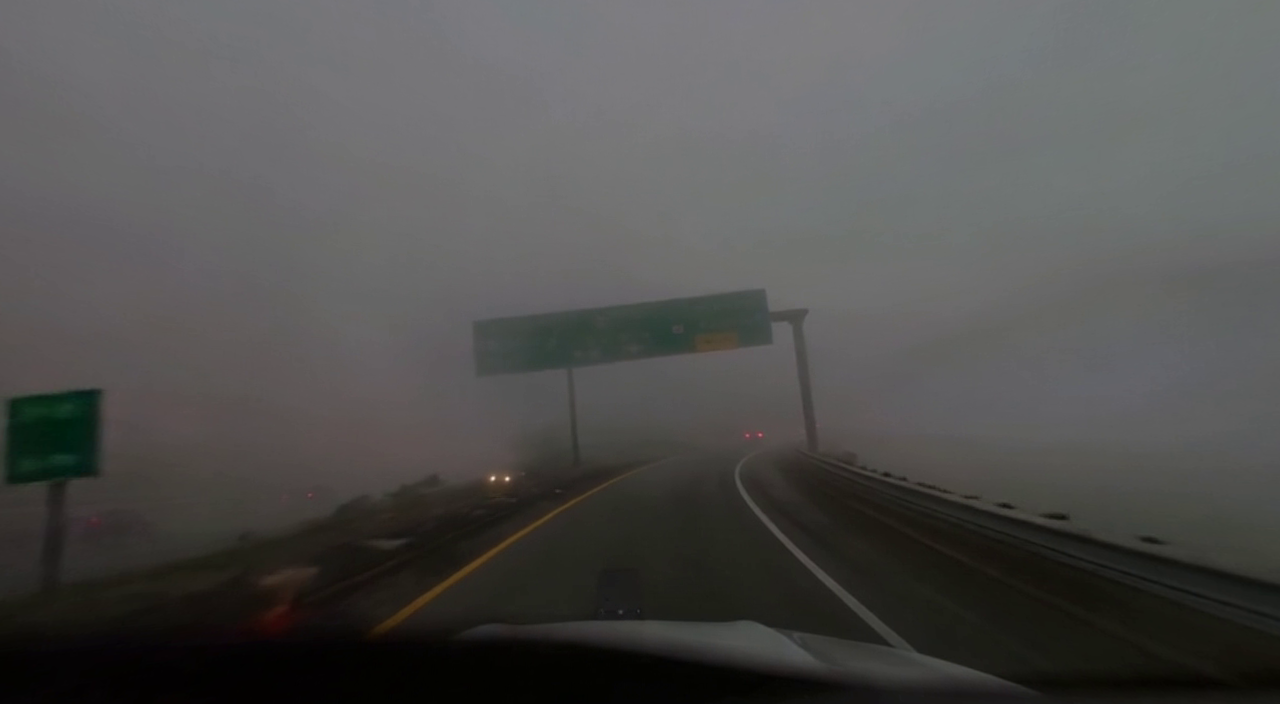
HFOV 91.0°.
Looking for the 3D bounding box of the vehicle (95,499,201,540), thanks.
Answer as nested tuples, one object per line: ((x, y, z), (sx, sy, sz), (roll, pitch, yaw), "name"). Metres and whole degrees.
((-25.551, 8.688, 32.958), (2.045, 1.513, 4.795), (1, -9, -7), "vehicle")
